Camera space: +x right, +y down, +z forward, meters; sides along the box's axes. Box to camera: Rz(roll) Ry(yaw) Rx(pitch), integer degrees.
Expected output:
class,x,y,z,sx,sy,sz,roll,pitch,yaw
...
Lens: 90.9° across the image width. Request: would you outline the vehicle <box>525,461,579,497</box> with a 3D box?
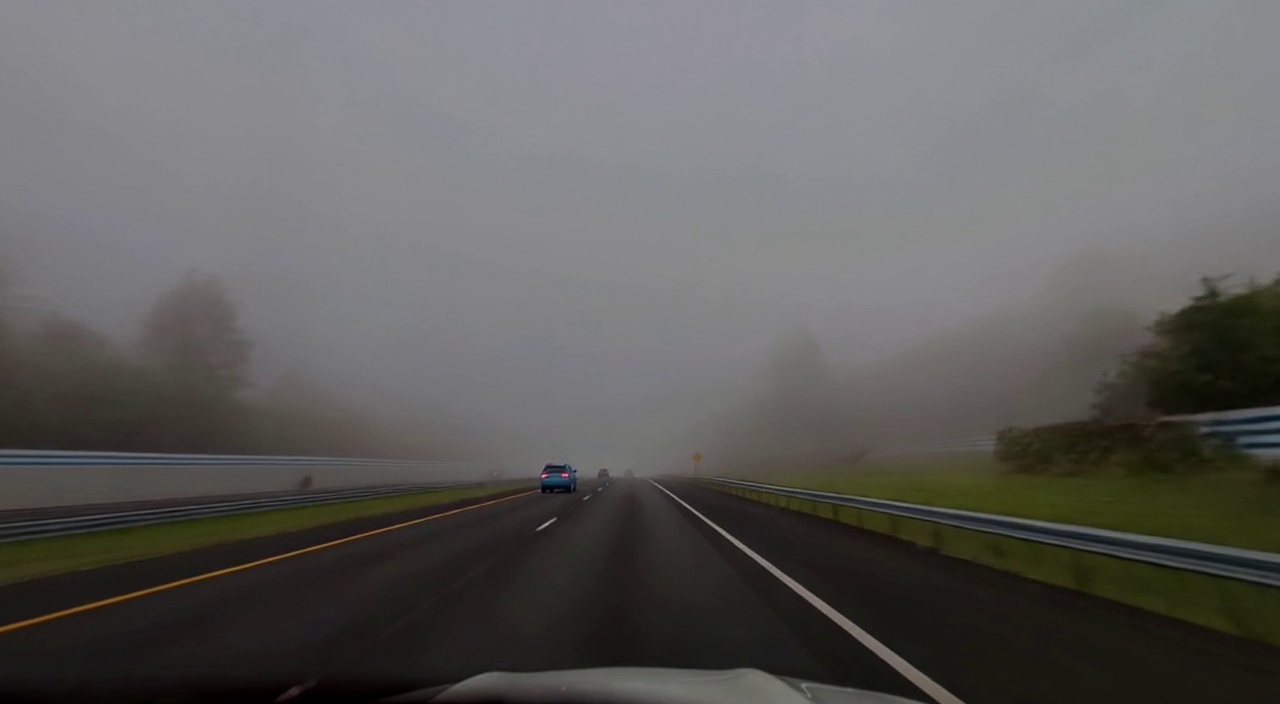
class,x,y,z,sx,sy,sz,roll,pitch,yaw
vehicle,-4.040,5.952,29.641,1.985,1.515,3.839,0,-10,0
